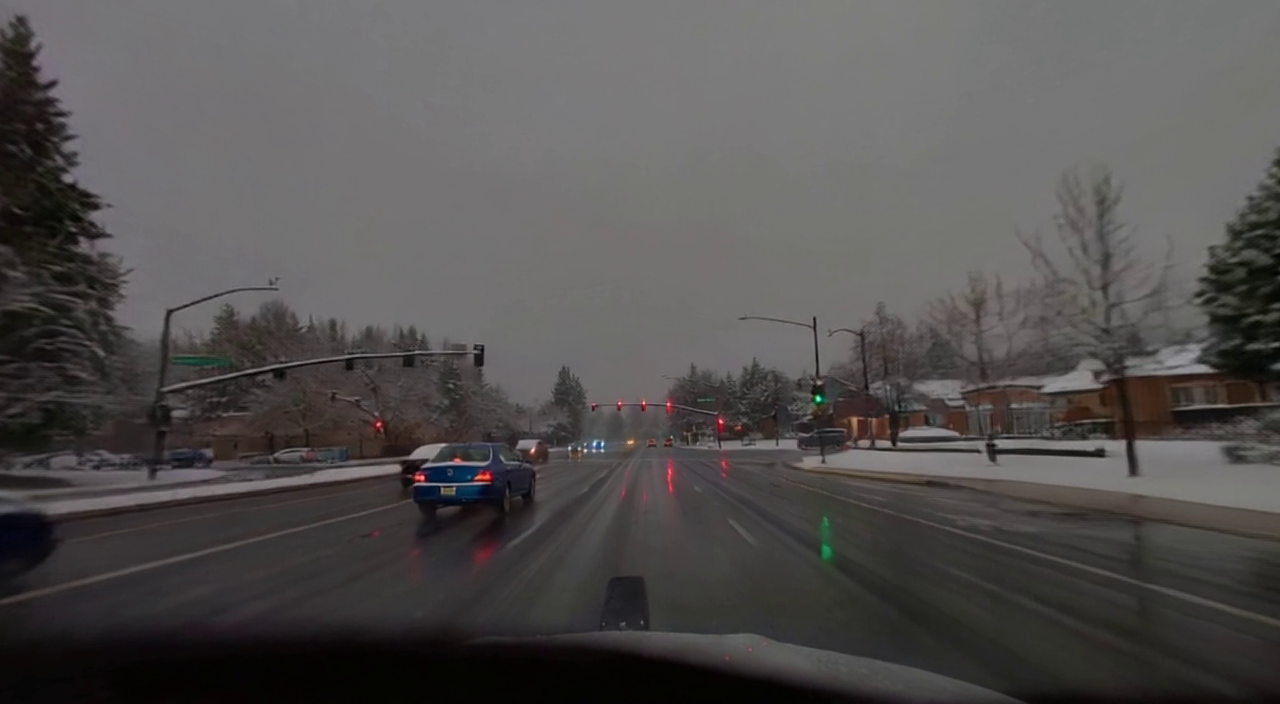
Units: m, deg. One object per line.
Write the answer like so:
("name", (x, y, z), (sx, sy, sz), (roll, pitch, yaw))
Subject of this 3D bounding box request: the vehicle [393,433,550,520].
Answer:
("vehicle", (-3.204, 2.462, 13.039), (1.924, 1.480, 4.421), (0, -9, 1))

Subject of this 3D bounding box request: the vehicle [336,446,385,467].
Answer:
("vehicle", (-21.428, 8.038, 48.541), (1.755, 1.538, 4.329), (0, -9, 1))

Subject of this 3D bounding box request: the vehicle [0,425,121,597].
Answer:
("vehicle", (-6.657, 1.228, 4.395), (2.027, 1.501, 4.707), (0, -9, 1))
